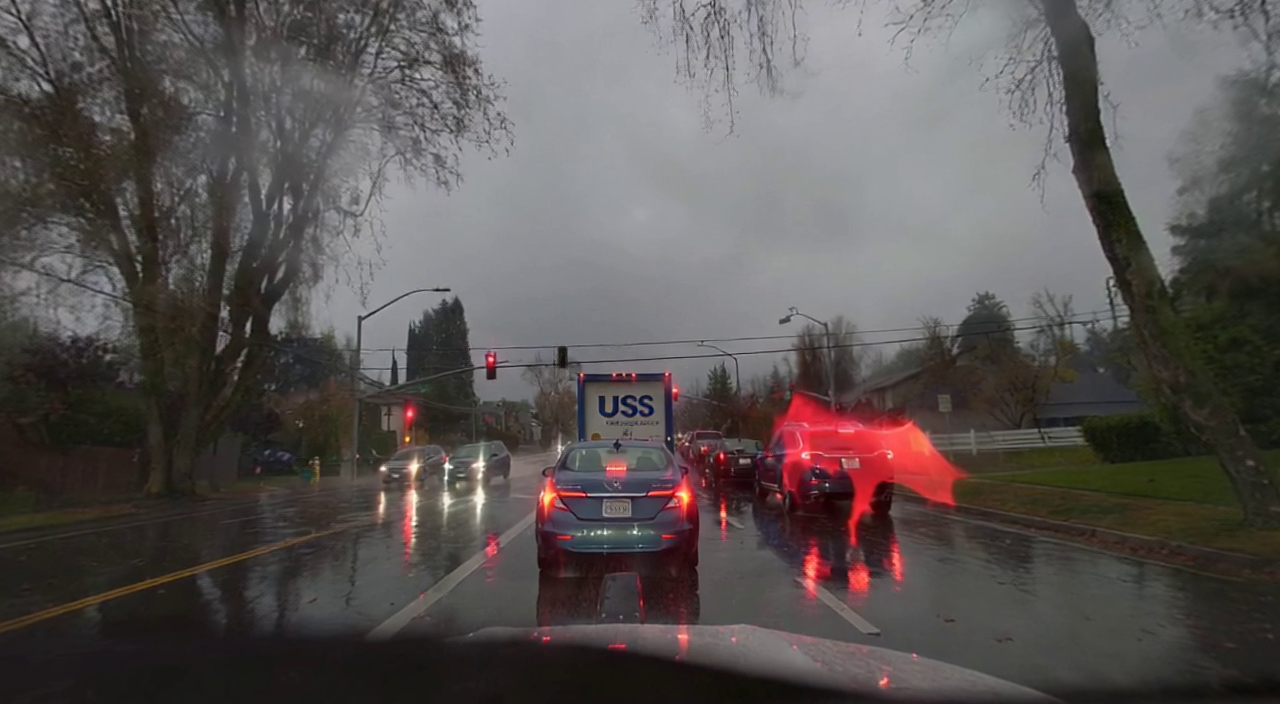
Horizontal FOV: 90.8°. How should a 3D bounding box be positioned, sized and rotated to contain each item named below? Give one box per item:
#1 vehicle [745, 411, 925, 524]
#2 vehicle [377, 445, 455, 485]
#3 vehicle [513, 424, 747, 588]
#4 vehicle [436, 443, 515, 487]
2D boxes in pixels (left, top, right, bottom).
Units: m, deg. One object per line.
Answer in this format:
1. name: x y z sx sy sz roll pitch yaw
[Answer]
1. vehicle: 3.597 2.240 12.758 2.145 1.847 4.524 0 -8 0
2. vehicle: -9.935 5.012 28.426 1.955 1.658 4.490 0 -8 -1
3. vehicle: -0.146 1.720 7.945 2.135 1.483 4.207 0 -8 -2
4. vehicle: -6.227 4.296 24.488 1.800 1.520 4.691 0 -8 0
